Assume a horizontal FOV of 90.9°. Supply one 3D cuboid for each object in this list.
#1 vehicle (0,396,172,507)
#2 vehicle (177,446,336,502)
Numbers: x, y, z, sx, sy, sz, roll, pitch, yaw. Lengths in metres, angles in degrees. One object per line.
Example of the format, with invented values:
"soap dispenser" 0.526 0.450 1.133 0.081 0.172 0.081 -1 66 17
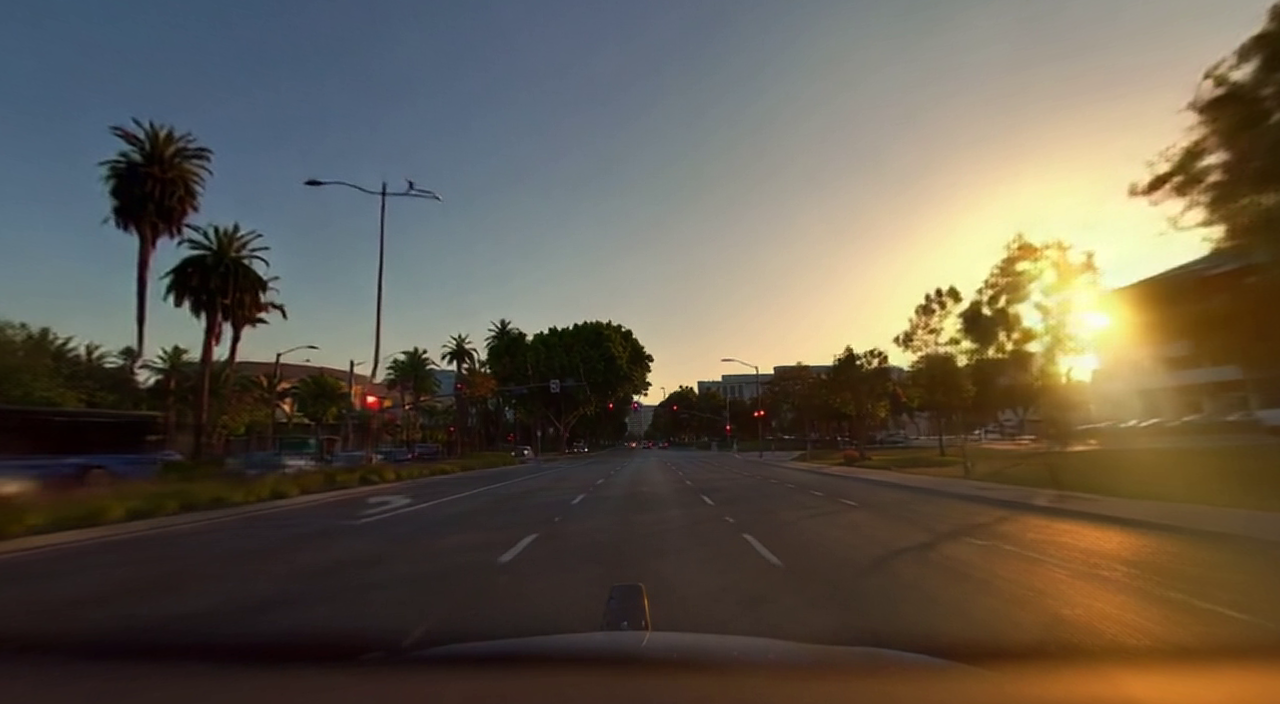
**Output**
"vehicle" -21.538 3.254 20.638 3.013 3.417 12.442 0 -8 -1
"vehicle" -11.694 3.714 19.707 1.968 1.486 4.707 0 -8 1
